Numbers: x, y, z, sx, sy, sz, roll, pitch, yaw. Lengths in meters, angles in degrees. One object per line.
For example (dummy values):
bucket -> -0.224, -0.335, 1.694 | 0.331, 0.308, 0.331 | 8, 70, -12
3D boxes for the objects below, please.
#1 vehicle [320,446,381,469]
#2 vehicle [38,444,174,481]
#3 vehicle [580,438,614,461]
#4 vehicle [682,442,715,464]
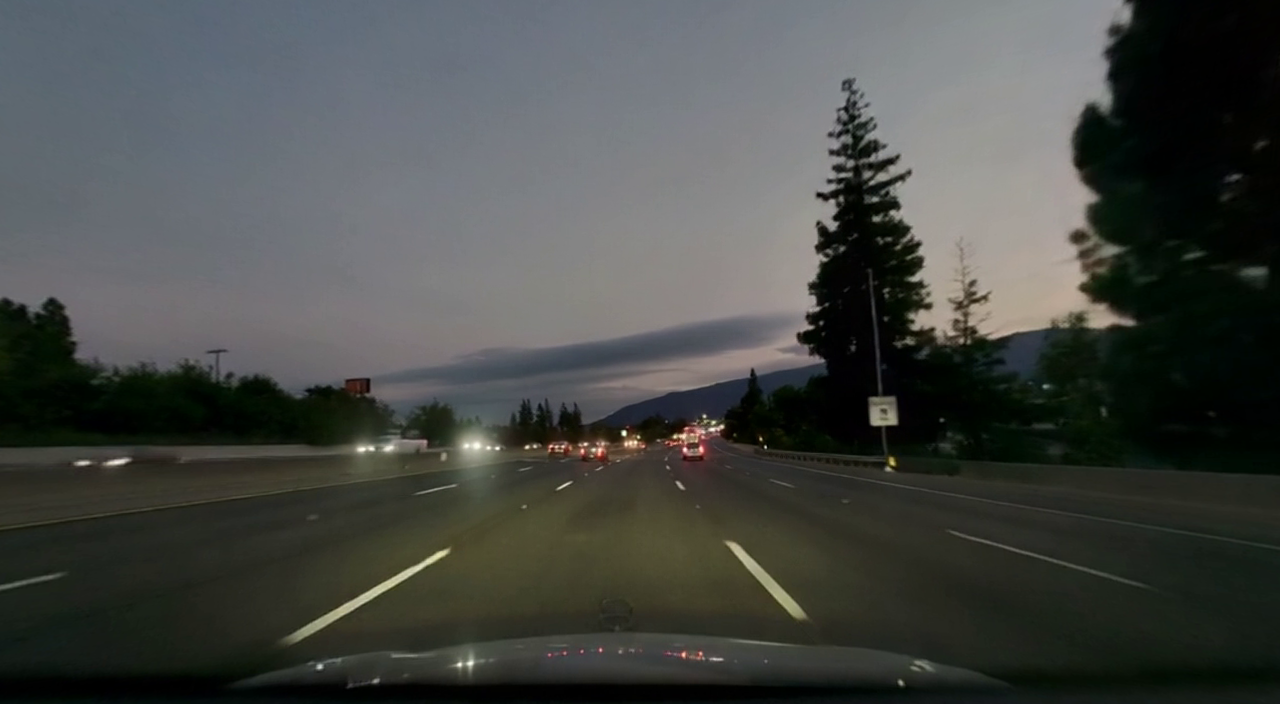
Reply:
vehicle -> -19.289, 7.038, 42.325 | 1.834, 1.450, 4.462 | 0, -8, 2
vehicle -> -23.606, 4.887, 28.223 | 1.893, 1.489, 4.706 | 0, -8, 1
vehicle -> -3.291, 7.563, 49.016 | 2.179, 1.693, 4.204 | 0, -8, 2
vehicle -> 3.987, 7.011, 43.949 | 1.967, 1.475, 4.080 | 0, -8, 1
